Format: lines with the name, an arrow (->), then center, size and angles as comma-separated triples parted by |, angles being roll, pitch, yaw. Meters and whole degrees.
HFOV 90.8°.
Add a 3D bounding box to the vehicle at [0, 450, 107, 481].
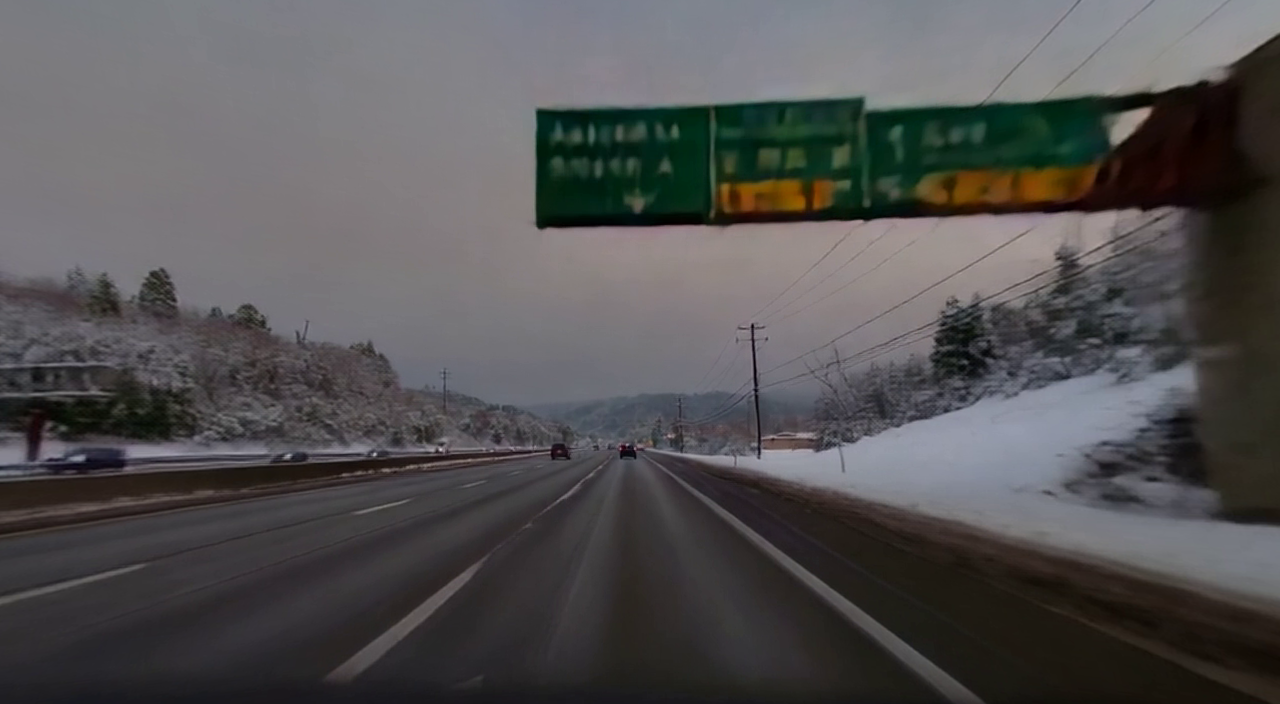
vehicle -> -36.688, 7.054, 39.734 | 2.000, 1.783, 4.966 | 0, -9, -1
